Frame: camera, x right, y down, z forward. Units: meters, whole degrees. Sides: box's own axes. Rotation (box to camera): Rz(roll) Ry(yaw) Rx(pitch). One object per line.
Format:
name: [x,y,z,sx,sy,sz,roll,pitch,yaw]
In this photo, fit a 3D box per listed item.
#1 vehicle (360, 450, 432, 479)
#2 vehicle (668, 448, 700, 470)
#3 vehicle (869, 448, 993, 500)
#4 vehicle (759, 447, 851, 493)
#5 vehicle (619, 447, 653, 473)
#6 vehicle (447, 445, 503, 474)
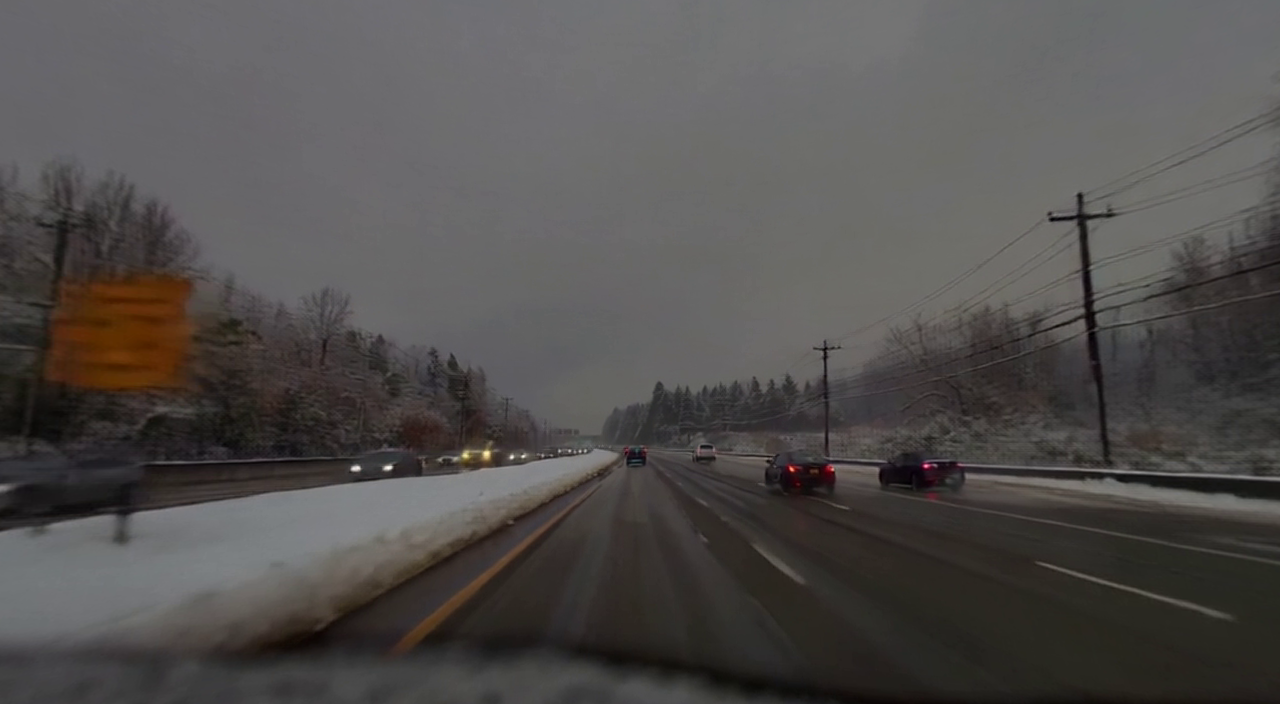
vehicle: [-13.549,6.245,35.469,2.133,1.485,4.644,0,-9,1]
vehicle: [3.189,7.888,46.732,1.981,1.480,4.316,0,-9,-1]
vehicle: [9.586,4.015,21.259,1.969,1.506,4.422,0,-9,-1]
vehicle: [5.903,4.254,23.233,2.069,1.520,4.614,0,-9,-1]
vehicle: [-0.273,6.663,39.104,1.993,1.506,3.883,0,-9,-1]
vehicle: [-10.271,6.701,39.664,2.288,1.735,4.468,0,-9,0]
